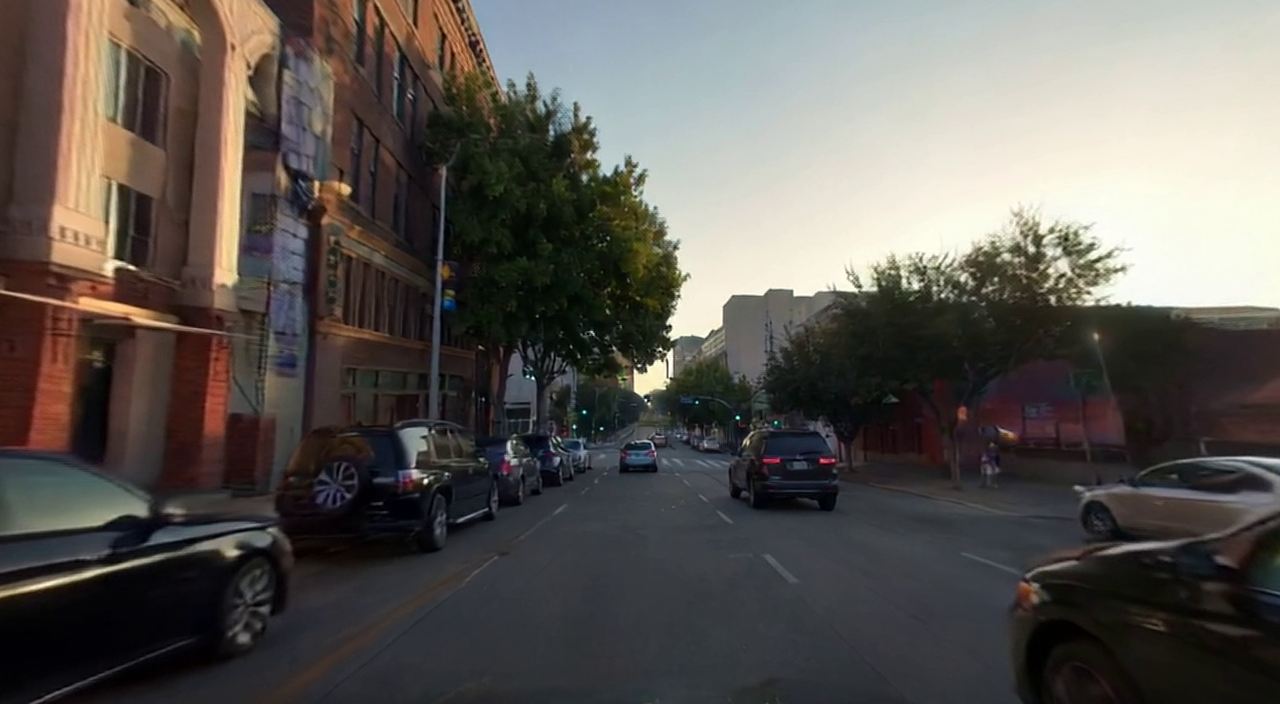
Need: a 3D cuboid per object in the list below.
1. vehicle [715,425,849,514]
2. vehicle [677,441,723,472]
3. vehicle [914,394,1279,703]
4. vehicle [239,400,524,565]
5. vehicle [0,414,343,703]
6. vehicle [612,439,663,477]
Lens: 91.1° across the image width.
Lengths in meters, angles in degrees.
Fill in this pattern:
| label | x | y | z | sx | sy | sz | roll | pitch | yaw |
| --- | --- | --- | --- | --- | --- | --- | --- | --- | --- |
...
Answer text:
| label | x | y | z | sx | sy | sz | roll | pitch | yaw |
| --- | --- | --- | --- | --- | --- | --- | --- | --- | --- |
| vehicle | 3.028 | 2.624 | 14.529 | 2.002 | 1.707 | 4.547 | 0 | -8 | 0 |
| vehicle | 3.053 | 5.442 | 32.914 | 1.966 | 1.475 | 4.528 | 0 | -8 | 0 |
| vehicle | 2.471 | 0.774 | 0.908 | 2.080 | 1.495 | 4.591 | 0 | -8 | 0 |
| vehicle | -3.414 | 1.856 | 9.815 | 2.142 | 1.832 | 5.373 | 0 | -8 | 0 |
| vehicle | -3.453 | 1.014 | 2.613 | 1.972 | 1.471 | 4.795 | 0 | -8 | 2 |
| vehicle | -0.110 | 4.497 | 26.881 | 2.007 | 1.460 | 3.923 | 0 | -8 | 0 |
